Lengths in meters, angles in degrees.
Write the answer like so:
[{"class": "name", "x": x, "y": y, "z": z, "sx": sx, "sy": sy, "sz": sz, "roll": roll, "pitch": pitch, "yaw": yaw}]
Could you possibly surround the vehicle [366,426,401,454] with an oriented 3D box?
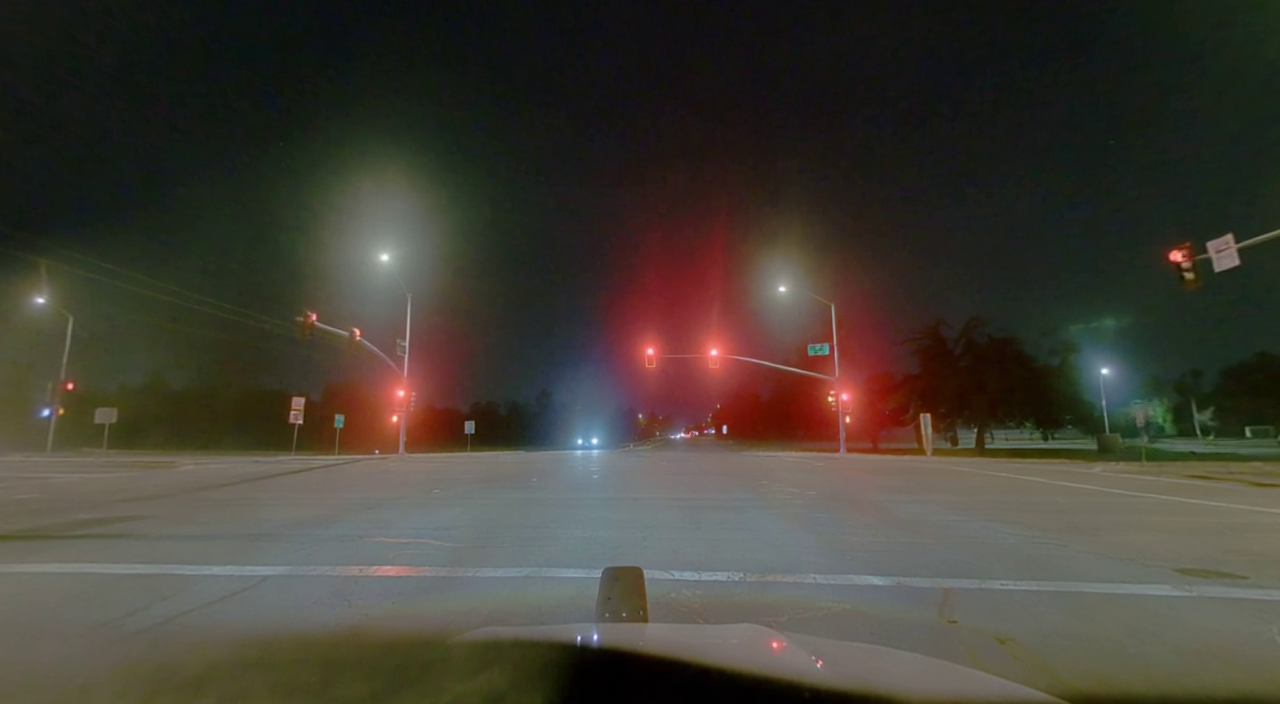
[{"class": "vehicle", "x": -19.993, "y": 6.848, "z": 48.879, "sx": 1.873, "sy": 2.079, "sz": 2.879, "roll": 5, "pitch": -10, "yaw": -32}]
